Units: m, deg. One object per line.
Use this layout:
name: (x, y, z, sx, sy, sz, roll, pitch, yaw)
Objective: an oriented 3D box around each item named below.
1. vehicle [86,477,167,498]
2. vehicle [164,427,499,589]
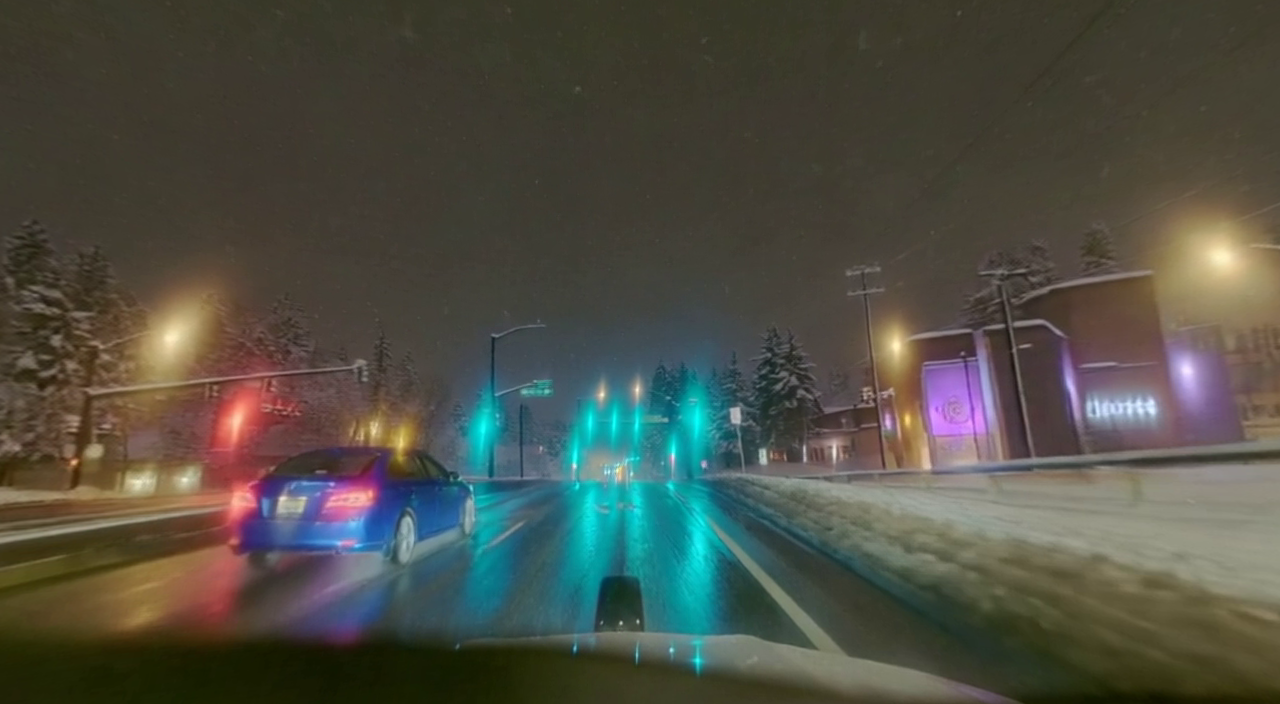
vehicle: (-39.047, 10.367, 48.110, 4.315, 1.421, 2.020, 0, -15, 0)
vehicle: (-3.318, 1.754, 7.996, 2.041, 1.470, 4.290, 0, -8, 0)
